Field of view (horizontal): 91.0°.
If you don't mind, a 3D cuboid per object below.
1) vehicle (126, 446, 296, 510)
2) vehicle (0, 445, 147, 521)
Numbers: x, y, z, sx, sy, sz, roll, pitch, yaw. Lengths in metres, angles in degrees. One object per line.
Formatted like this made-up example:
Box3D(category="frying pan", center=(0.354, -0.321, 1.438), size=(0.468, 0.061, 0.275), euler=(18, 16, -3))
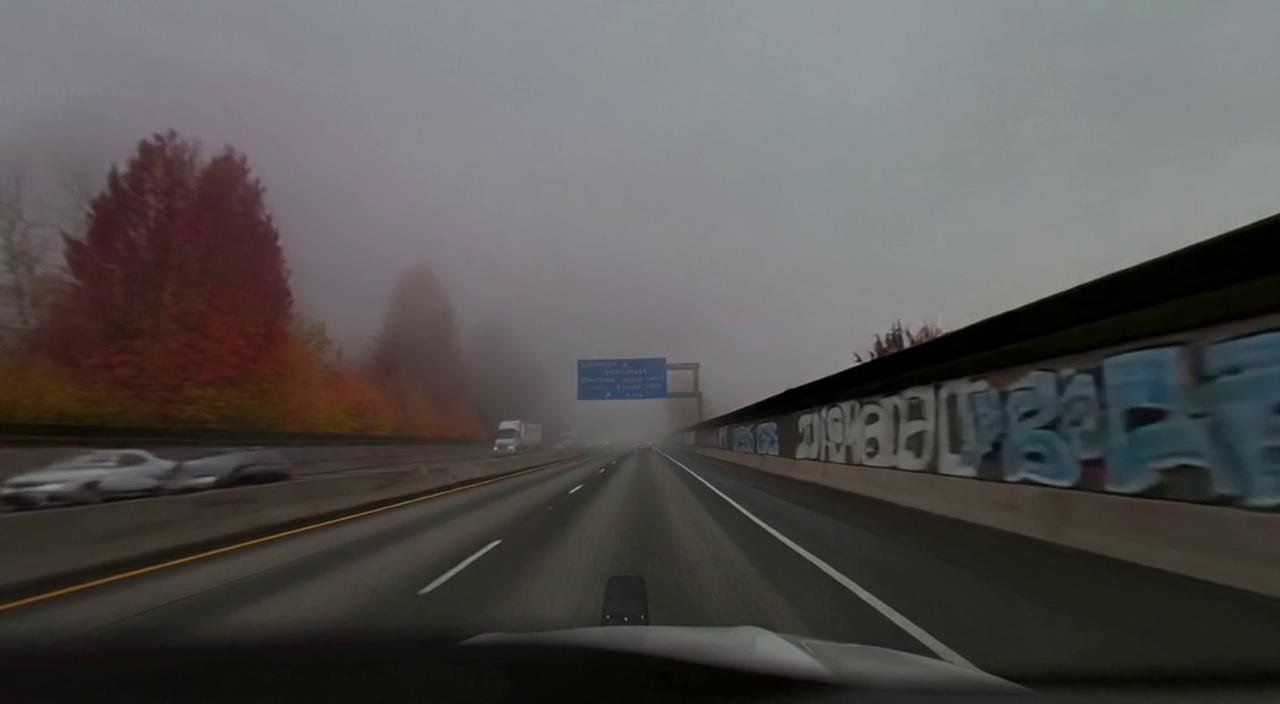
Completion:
Box3D(category="vehicle", center=(-11.259, 3.278, 16.895), size=(1.768, 1.469, 3.813), euler=(0, -8, 2))
Box3D(category="vehicle", center=(-14.769, 3.099, 15.339), size=(1.924, 1.609, 4.275), euler=(0, -8, 1))
